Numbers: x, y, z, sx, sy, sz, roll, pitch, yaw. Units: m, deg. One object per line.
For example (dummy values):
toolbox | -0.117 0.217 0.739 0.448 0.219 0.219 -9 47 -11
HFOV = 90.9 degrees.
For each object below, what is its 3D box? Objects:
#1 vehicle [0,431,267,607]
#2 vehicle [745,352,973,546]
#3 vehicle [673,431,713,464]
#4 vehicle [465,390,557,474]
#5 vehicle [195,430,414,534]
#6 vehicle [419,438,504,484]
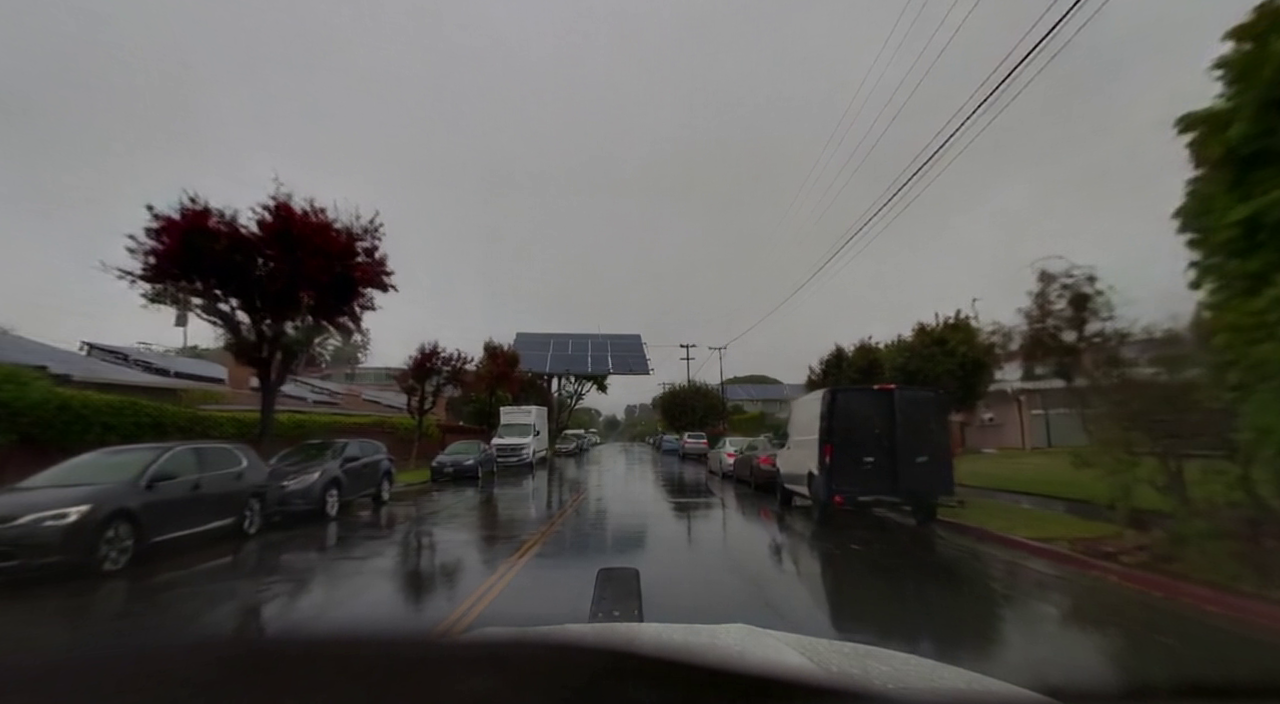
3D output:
vehicle | -6.192 1.719 7.280 1.758 1.519 3.396 -2 -7 -2
vehicle | 3.330 1.570 10.825 2.215 2.542 4.550 -2 -7 0
vehicle | 3.120 5.693 37.860 1.965 1.855 4.677 0 -8 -1
vehicle | -6.135 3.991 31.356 2.896 3.648 8.004 0 -8 0
vehicle | -6.095 2.378 12.208 1.818 1.563 4.483 -2 -8 0
vehicle | -6.289 3.831 22.650 1.921 1.470 4.068 0 -8 -1
